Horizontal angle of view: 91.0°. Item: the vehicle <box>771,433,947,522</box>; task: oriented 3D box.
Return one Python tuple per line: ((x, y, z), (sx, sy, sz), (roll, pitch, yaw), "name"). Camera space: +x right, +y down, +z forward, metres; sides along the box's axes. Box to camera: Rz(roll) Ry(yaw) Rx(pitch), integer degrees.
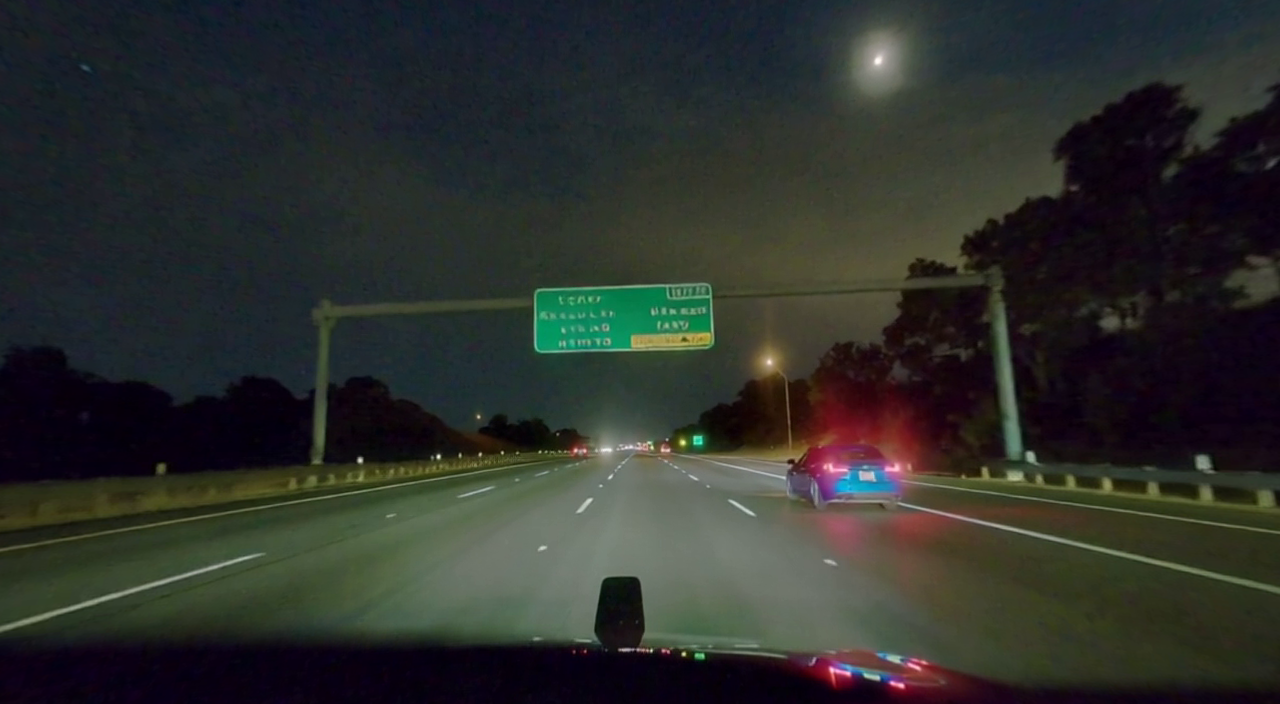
((4.202, 2.481, 12.999), (2.033, 1.501, 4.398), (0, -9, 0), "vehicle")
